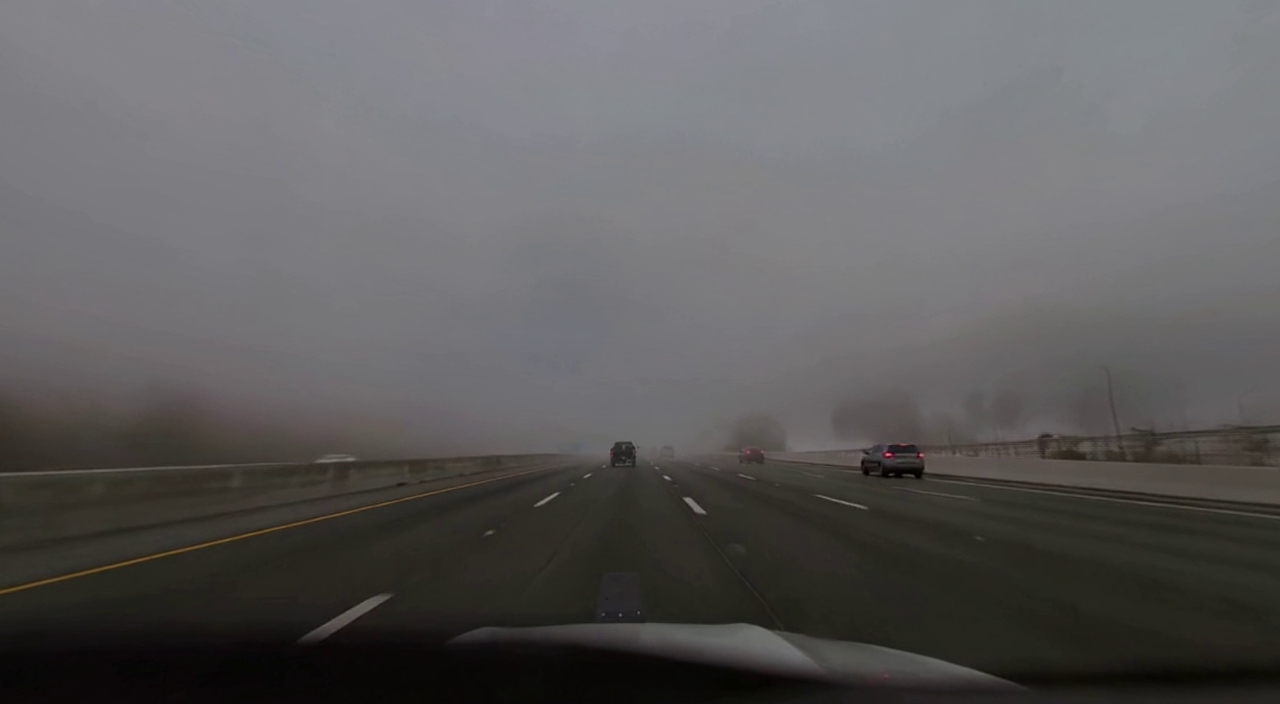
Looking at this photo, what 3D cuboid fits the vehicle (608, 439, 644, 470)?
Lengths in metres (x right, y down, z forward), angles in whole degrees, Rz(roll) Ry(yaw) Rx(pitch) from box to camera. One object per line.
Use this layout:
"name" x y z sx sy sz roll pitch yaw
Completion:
"vehicle" -0.835 6.277 38.801 2.121 1.739 4.087 0 -9 -1

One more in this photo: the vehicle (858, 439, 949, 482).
"vehicle" 11.195 4.631 27.214 1.912 1.673 4.438 0 -9 -1

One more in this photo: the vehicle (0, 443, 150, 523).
"vehicle" -11.400 2.429 12.112 1.416 1.326 3.186 0 -9 -1
